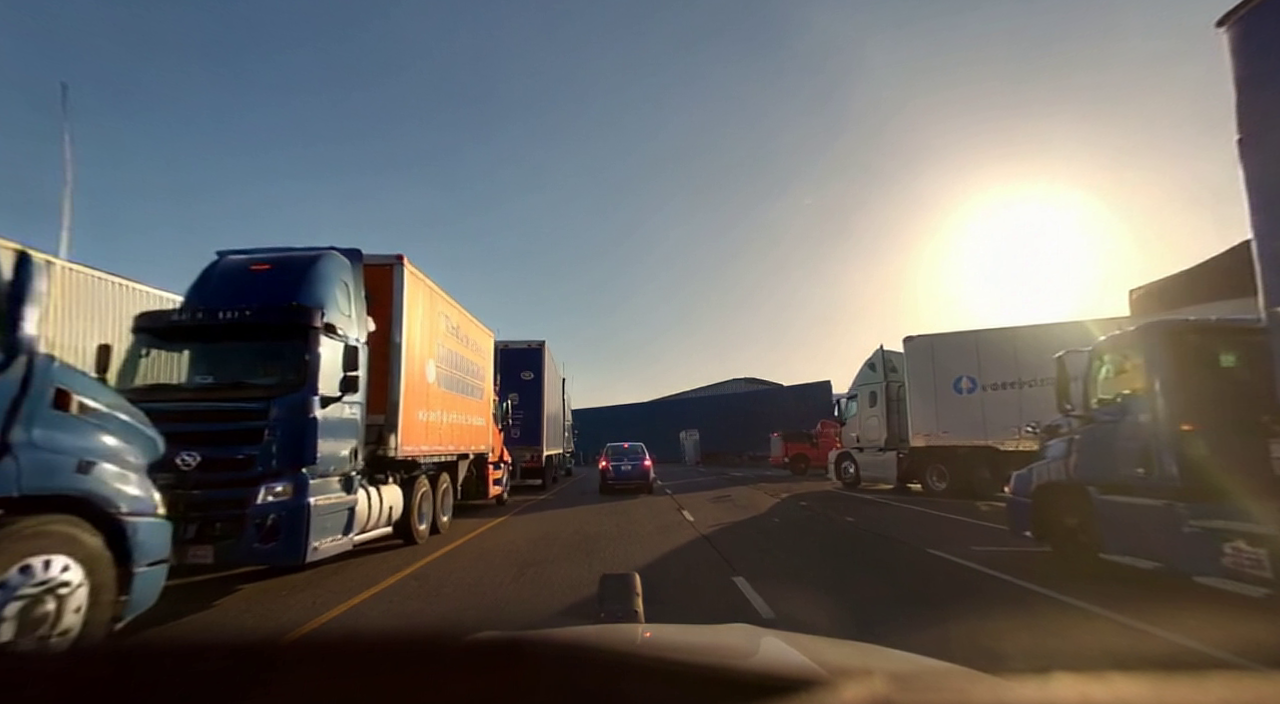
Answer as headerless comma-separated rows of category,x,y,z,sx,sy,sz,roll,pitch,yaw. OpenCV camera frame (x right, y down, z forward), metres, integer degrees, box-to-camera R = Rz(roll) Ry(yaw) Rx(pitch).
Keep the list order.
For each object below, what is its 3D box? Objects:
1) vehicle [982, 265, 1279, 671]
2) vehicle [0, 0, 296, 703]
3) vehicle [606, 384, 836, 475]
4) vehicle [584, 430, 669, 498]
vehicle,5.169,0.678,3.679,2.570,2.439,6.392,0,-9,-1
vehicle,-3.936,-0.051,1.147,2.844,3.085,6.941,0,-9,-2
vehicle,3.608,4.265,34.884,2.877,4.124,14.516,2,-7,-39
vehicle,-0.383,3.136,17.801,2.140,1.682,3.971,0,-9,-1
